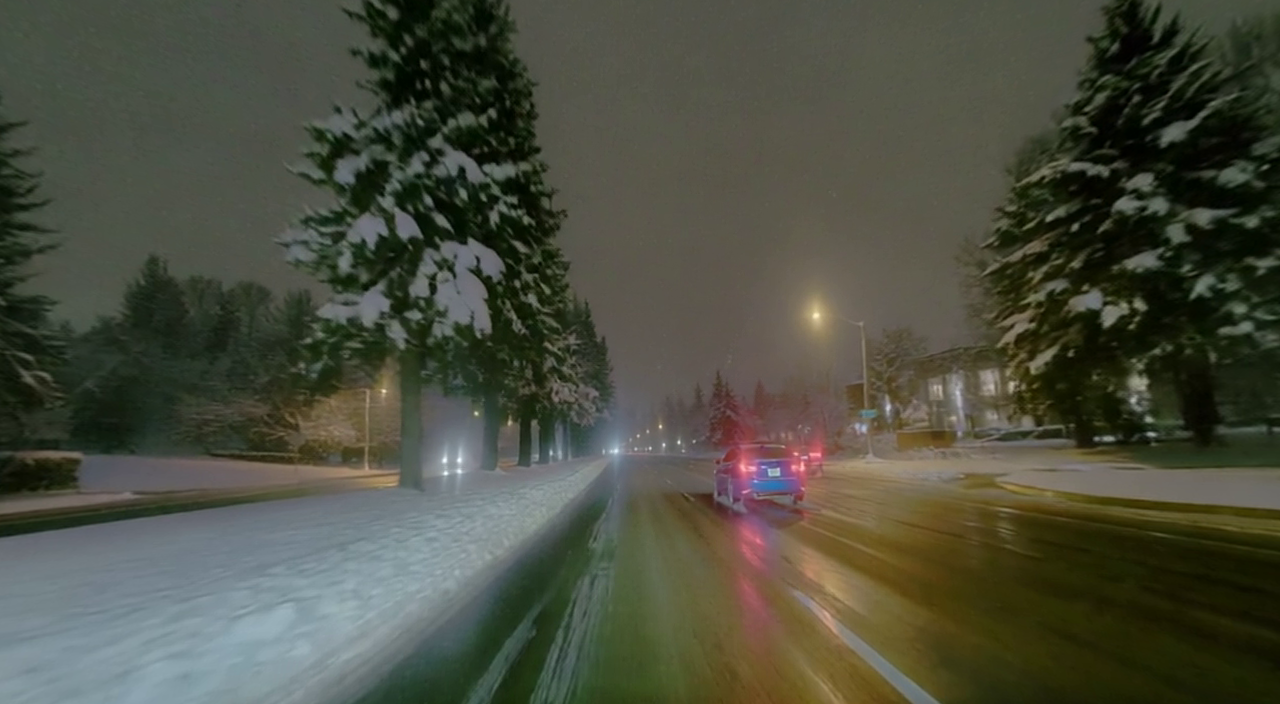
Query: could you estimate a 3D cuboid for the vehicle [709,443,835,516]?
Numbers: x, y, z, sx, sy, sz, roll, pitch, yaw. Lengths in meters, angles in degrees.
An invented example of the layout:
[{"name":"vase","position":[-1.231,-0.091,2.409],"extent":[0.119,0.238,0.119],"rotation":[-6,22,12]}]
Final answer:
[{"name":"vehicle","position":[2.931,2.949,15.077],"extent":[1.950,1.473,4.259],"rotation":[0,-9,-2]}]
